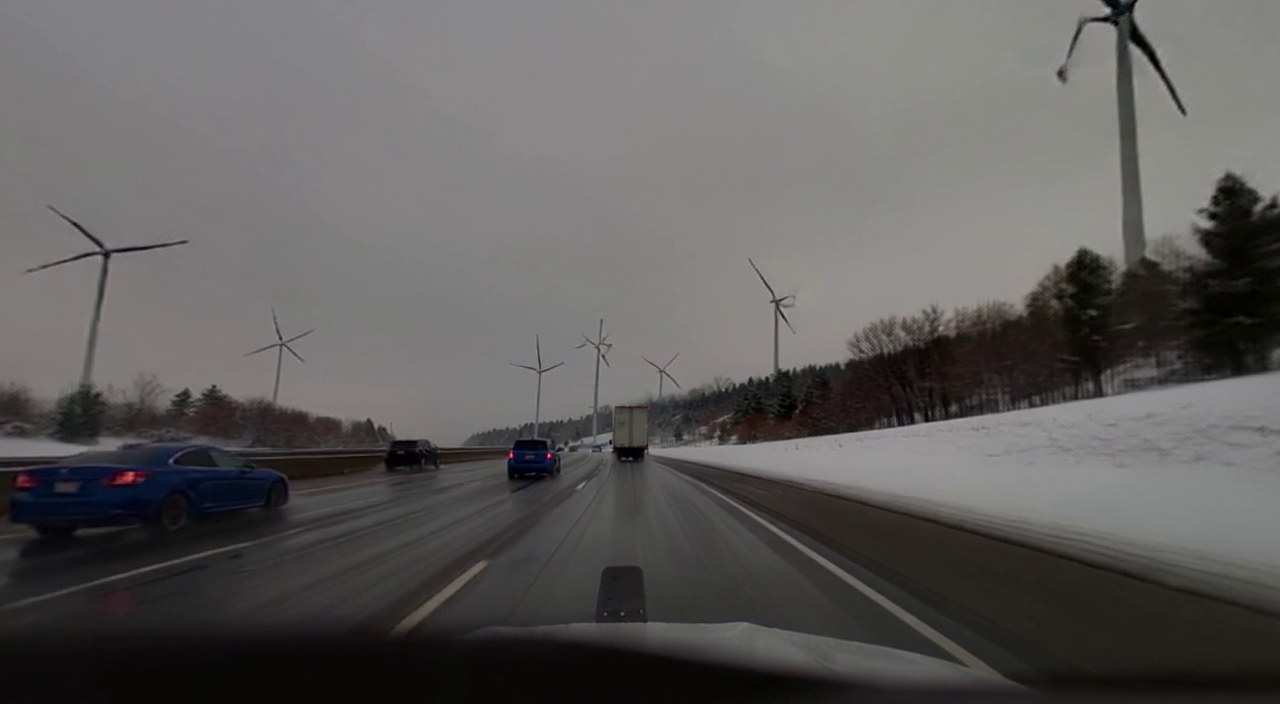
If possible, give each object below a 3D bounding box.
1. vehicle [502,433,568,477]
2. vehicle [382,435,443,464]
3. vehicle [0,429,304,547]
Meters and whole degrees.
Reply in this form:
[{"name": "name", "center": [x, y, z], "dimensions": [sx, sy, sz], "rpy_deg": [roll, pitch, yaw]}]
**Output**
[{"name": "vehicle", "center": [-4.304, 4.296, 26.357], "dimensions": [2.109, 1.684, 3.783], "rpy_deg": [0, -8, 0]}, {"name": "vehicle", "center": [-15.489, 6.704, 43.184], "dimensions": [2.285, 1.835, 5.672], "rpy_deg": [0, -8, -2]}, {"name": "vehicle", "center": [-7.980, 2.079, 10.383], "dimensions": [2.271, 1.488, 4.597], "rpy_deg": [0, -8, 0]}]
